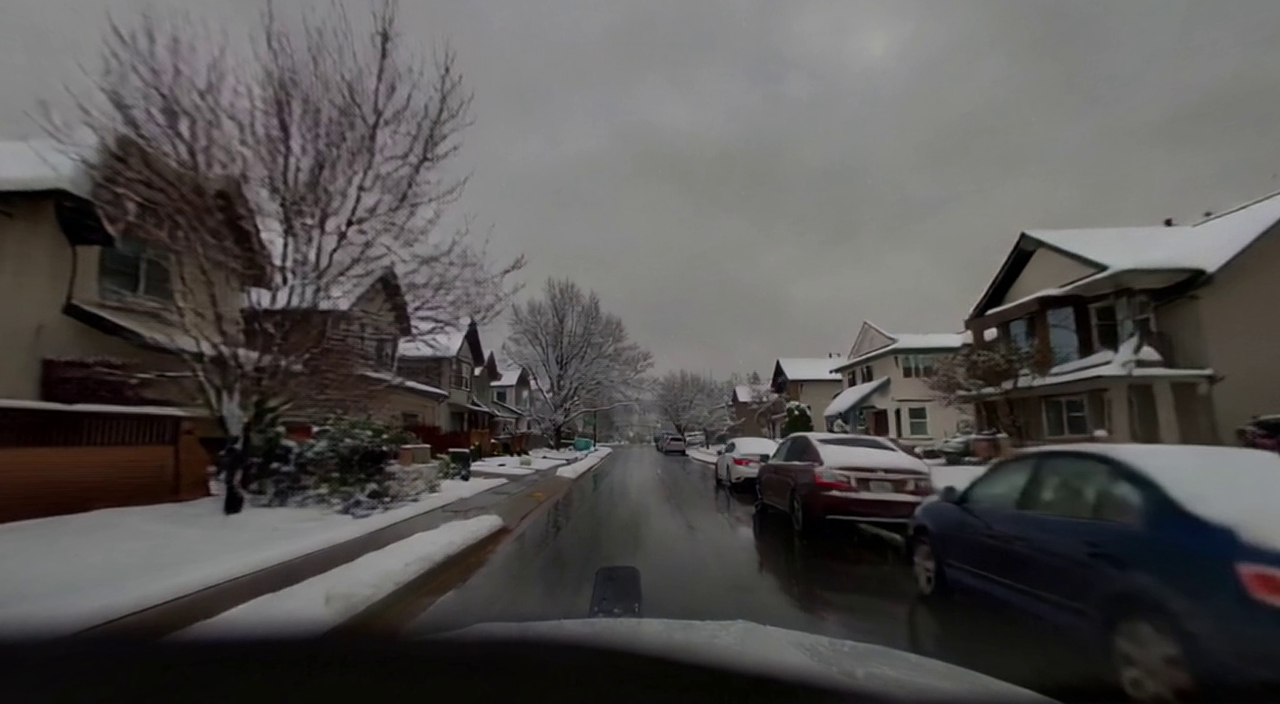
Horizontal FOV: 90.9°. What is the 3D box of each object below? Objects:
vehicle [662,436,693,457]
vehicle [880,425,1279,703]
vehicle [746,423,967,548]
[{"bbox_3d":[2.806,7.162,48.074,1.955,1.498,4.046,0,-8,-2],"label":"vehicle"},{"bbox_3d":[3.293,1.262,4.217,1.721,1.477,3.965,0,-8,-1],"label":"vehicle"},{"bbox_3d":[3.194,2.038,10.497,2.006,1.603,4.553,0,-8,-1],"label":"vehicle"}]
